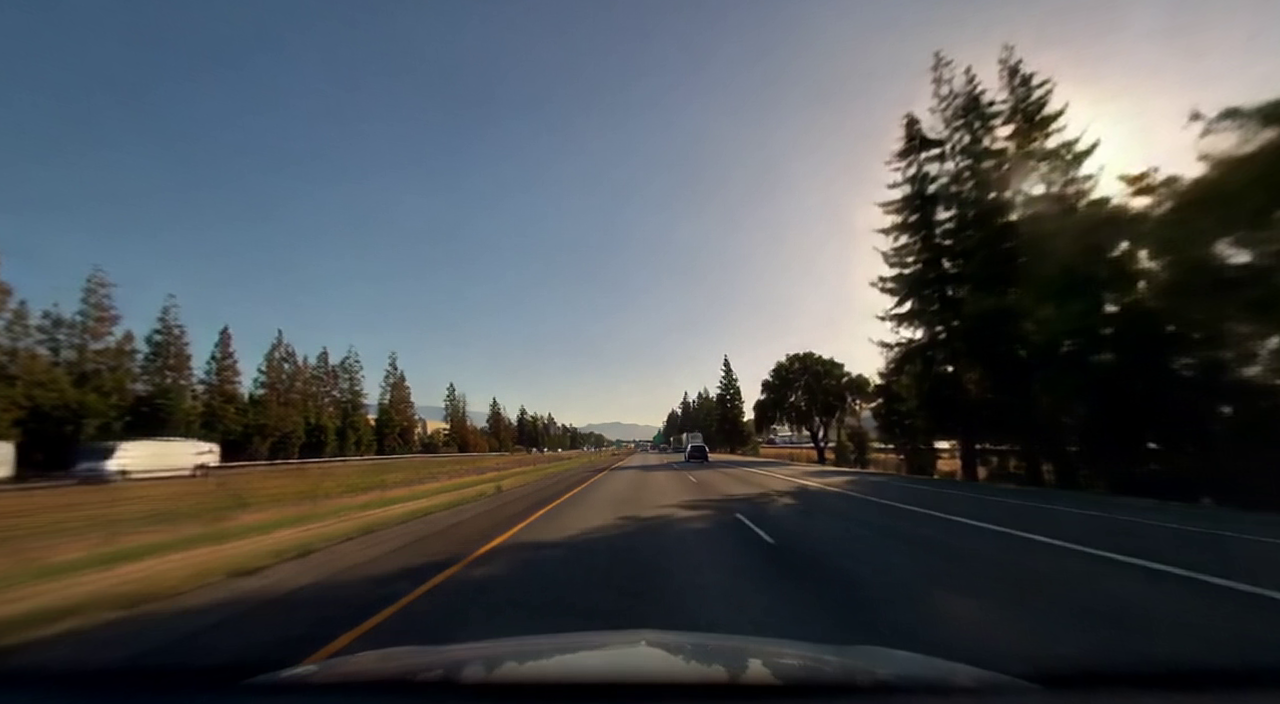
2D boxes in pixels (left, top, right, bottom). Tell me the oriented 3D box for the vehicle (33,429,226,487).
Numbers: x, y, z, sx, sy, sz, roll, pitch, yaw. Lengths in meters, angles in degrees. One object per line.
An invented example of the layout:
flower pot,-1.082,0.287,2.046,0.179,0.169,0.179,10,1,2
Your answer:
vehicle,-32.132,6.710,40.719,3.221,3.202,10.943,0,-8,0

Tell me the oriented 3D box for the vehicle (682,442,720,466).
vehicle,3.952,6.719,41.772,2.062,1.518,4.026,0,-8,-1
